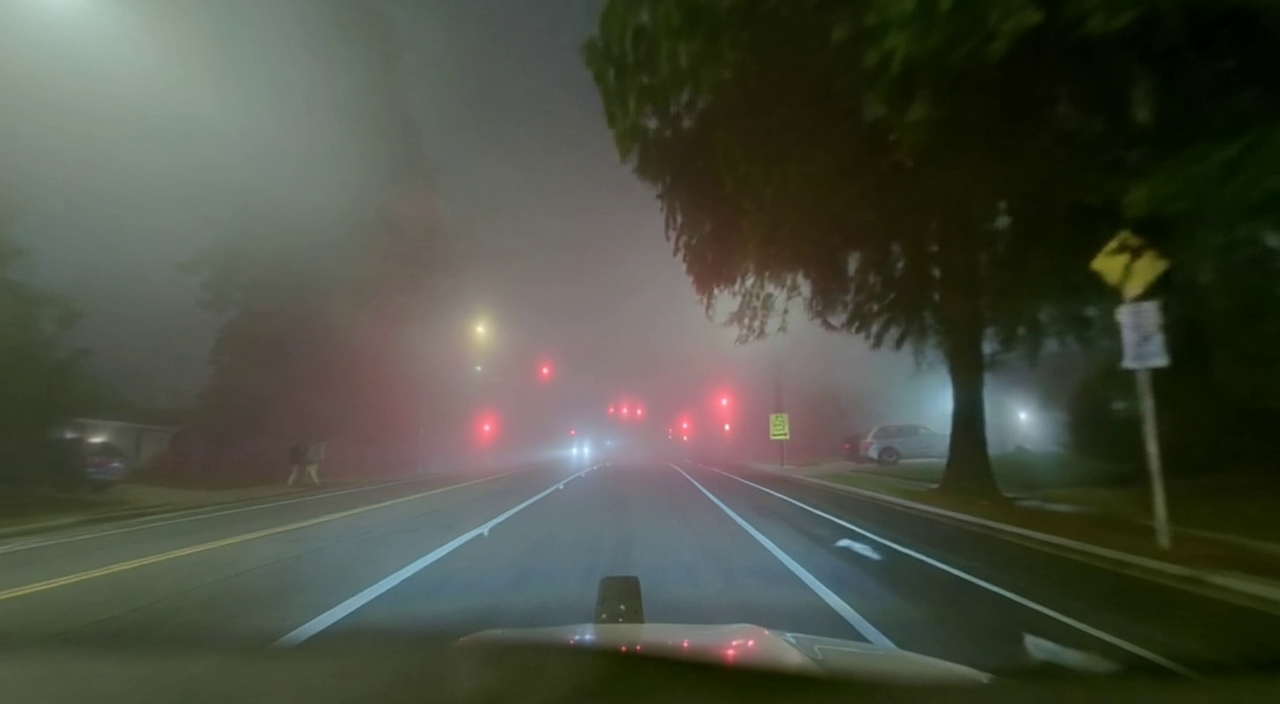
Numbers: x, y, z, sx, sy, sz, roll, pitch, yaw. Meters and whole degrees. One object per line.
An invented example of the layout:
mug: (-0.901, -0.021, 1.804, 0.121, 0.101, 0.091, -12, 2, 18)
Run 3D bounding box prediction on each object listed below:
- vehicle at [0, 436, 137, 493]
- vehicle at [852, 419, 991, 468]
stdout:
vehicle: (-18.826, 3.536, 19.992, 4.115, 1.699, 1.848, 0, -8, -1)
vehicle: (10.752, 3.530, 24.402, 4.423, 1.779, 1.883, 0, -8, 0)
